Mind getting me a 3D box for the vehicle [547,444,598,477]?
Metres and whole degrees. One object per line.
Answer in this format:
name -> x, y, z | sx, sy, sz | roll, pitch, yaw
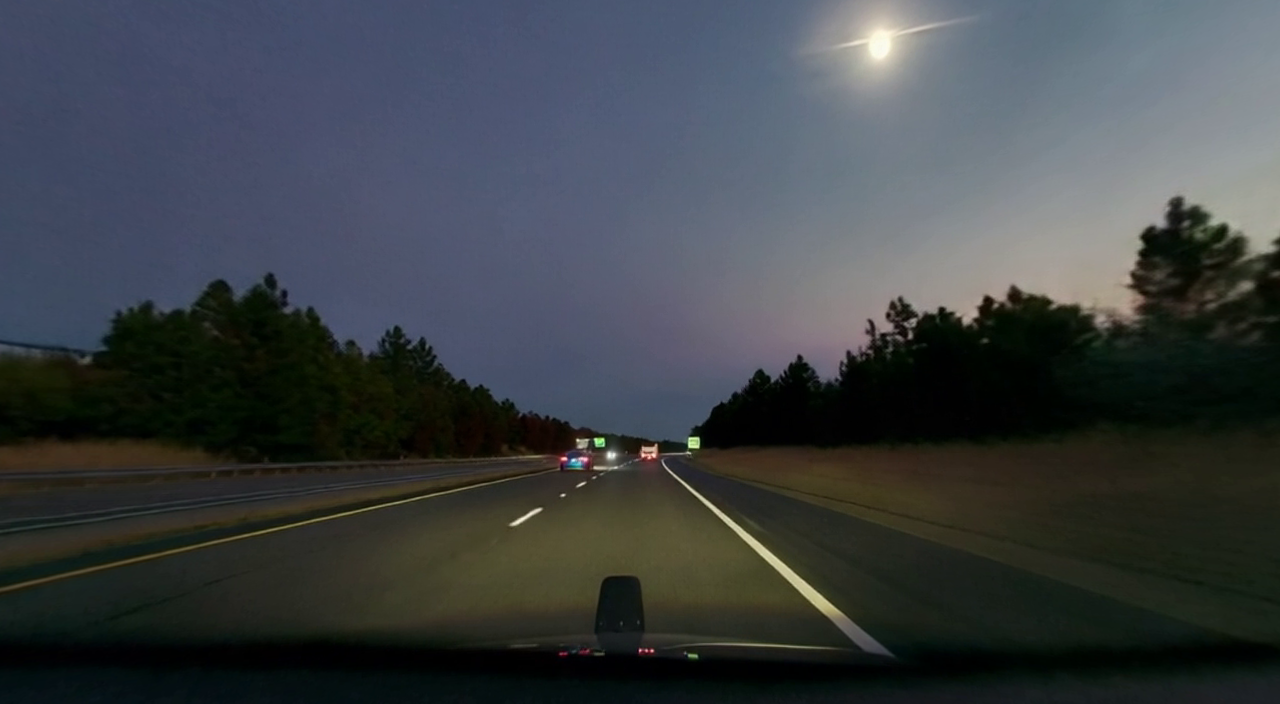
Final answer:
vehicle -> -3.441, 5.619, 33.033 | 2.088, 1.586, 4.000 | 0, -8, 2
